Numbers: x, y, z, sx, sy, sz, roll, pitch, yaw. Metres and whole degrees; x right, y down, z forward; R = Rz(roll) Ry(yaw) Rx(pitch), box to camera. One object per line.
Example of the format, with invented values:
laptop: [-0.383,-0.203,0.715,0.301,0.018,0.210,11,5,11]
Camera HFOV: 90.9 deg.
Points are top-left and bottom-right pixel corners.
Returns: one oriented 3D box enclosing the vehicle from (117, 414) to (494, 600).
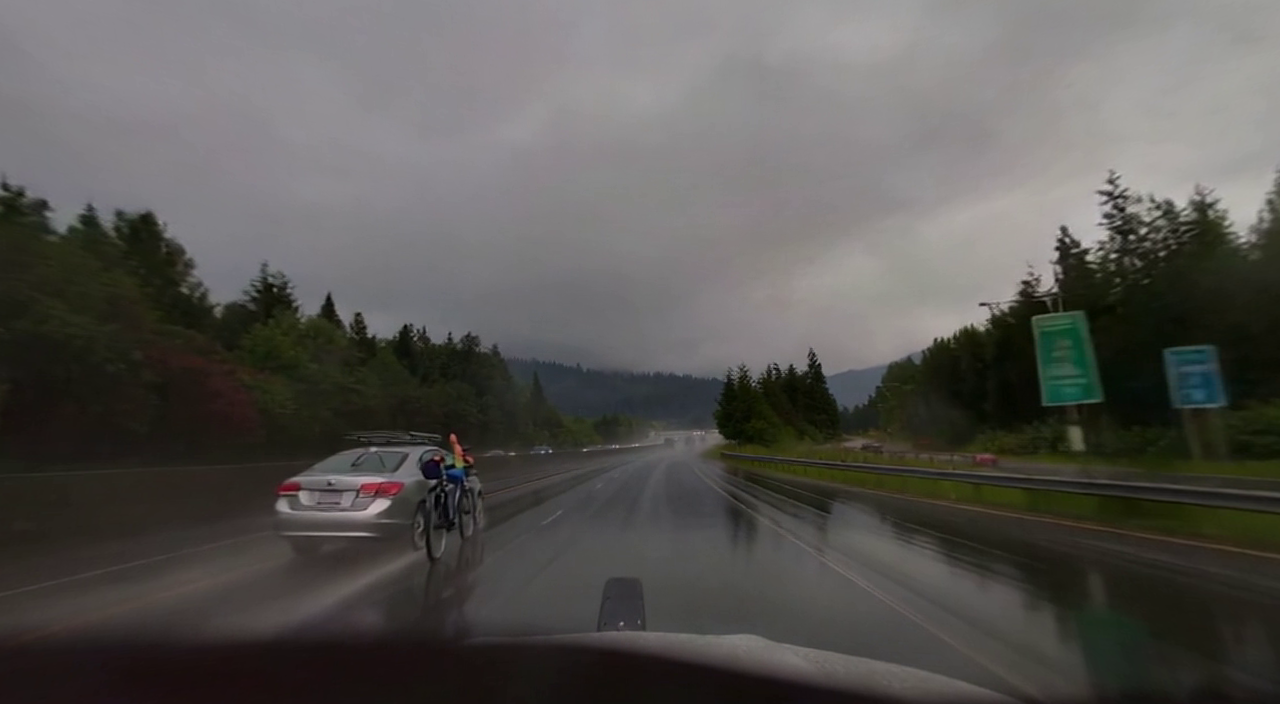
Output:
vehicle: [-3.336,1.650,7.561,2.108,1.557,4.344,0,-9,0]
